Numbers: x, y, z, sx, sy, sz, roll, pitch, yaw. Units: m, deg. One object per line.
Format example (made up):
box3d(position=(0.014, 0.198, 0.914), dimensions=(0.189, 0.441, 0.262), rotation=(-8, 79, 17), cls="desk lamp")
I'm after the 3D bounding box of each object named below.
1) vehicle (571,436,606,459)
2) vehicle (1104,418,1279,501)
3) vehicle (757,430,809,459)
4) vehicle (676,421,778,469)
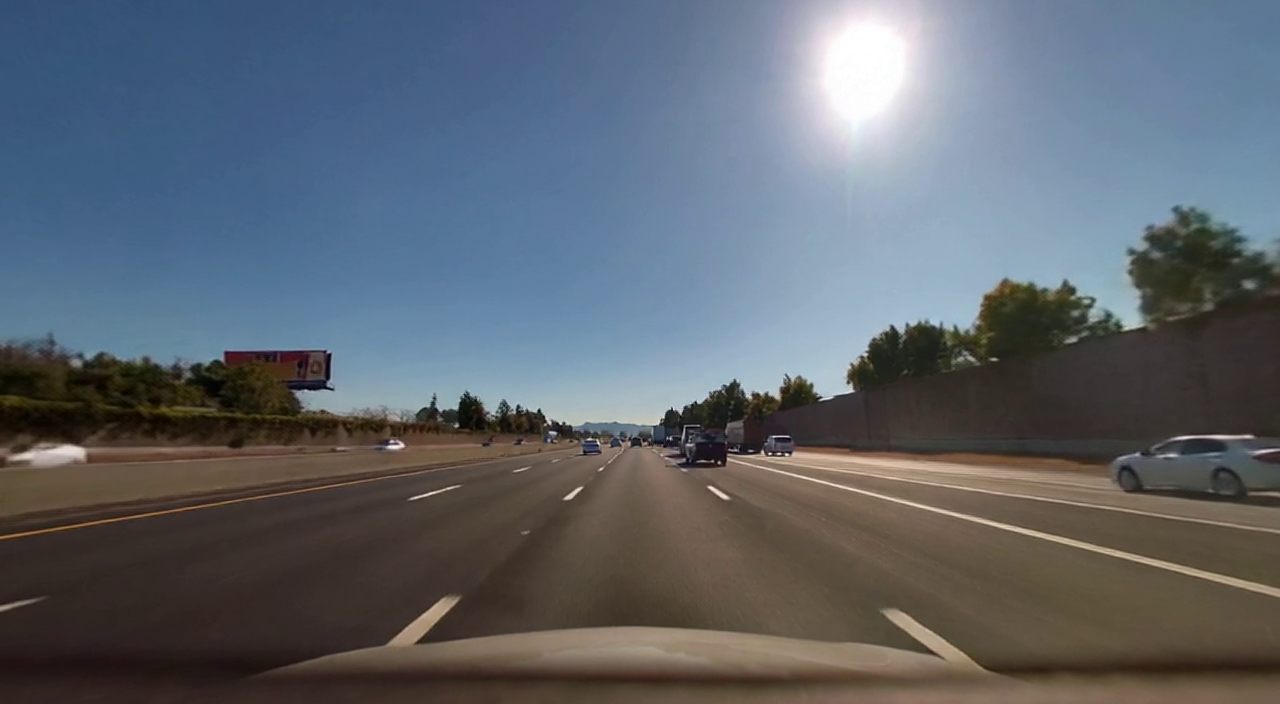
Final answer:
box3d(position=(-3.482, 6.548, 43.283), dimensions=(2.066, 1.500, 4.415), rotation=(0, -8, 0), cls="vehicle")
box3d(position=(15.055, 2.626, 15.592), dimensions=(2.261, 1.824, 5.678), rotation=(1, -8, -8), cls="vehicle")
box3d(position=(10.126, 6.633, 45.148), dimensions=(2.184, 1.873, 5.466), rotation=(0, -8, -3), cls="vehicle")
box3d(position=(4.024, 4.908, 33.267), dimensions=(3.042, 2.004, 14.051), rotation=(0, -8, -2), cls="vehicle")
